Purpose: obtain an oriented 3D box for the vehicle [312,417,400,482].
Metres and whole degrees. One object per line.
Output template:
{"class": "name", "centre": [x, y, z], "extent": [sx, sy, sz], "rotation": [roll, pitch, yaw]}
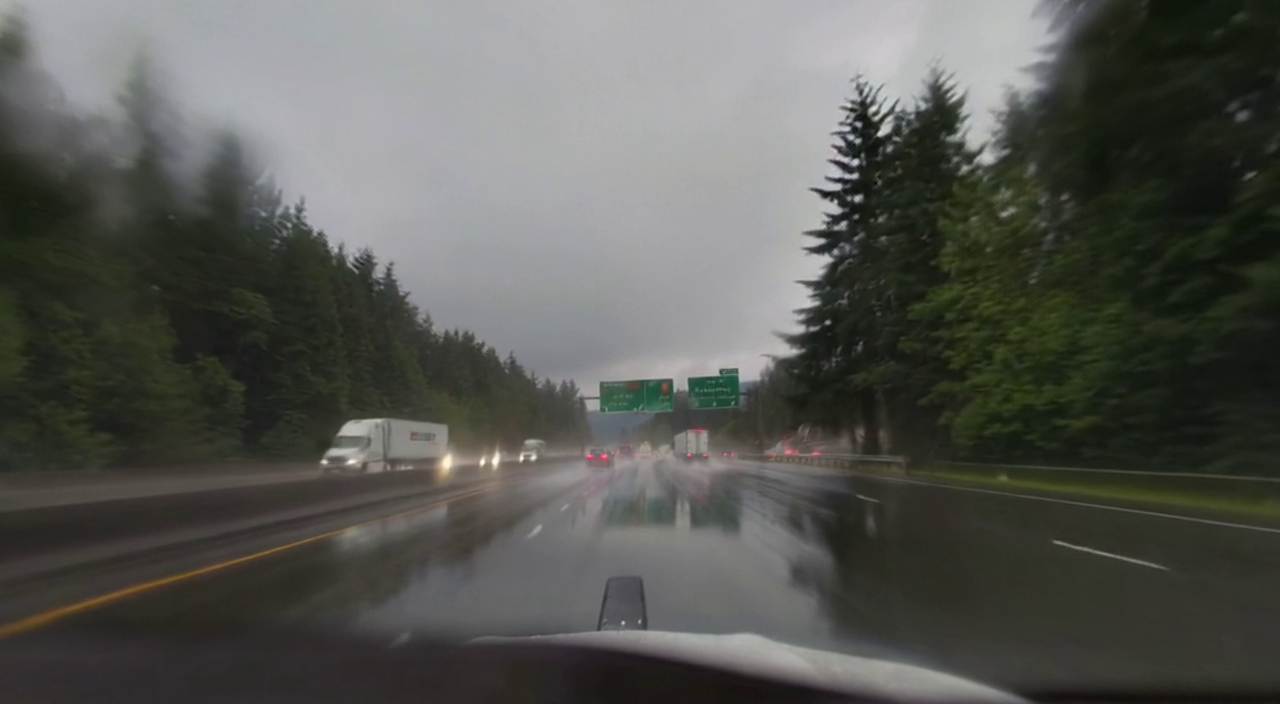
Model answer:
{"class": "vehicle", "centre": [-18.691, 6.455, 41.881], "extent": [3.008, 3.926, 5.831], "rotation": [0, -9, 0]}
